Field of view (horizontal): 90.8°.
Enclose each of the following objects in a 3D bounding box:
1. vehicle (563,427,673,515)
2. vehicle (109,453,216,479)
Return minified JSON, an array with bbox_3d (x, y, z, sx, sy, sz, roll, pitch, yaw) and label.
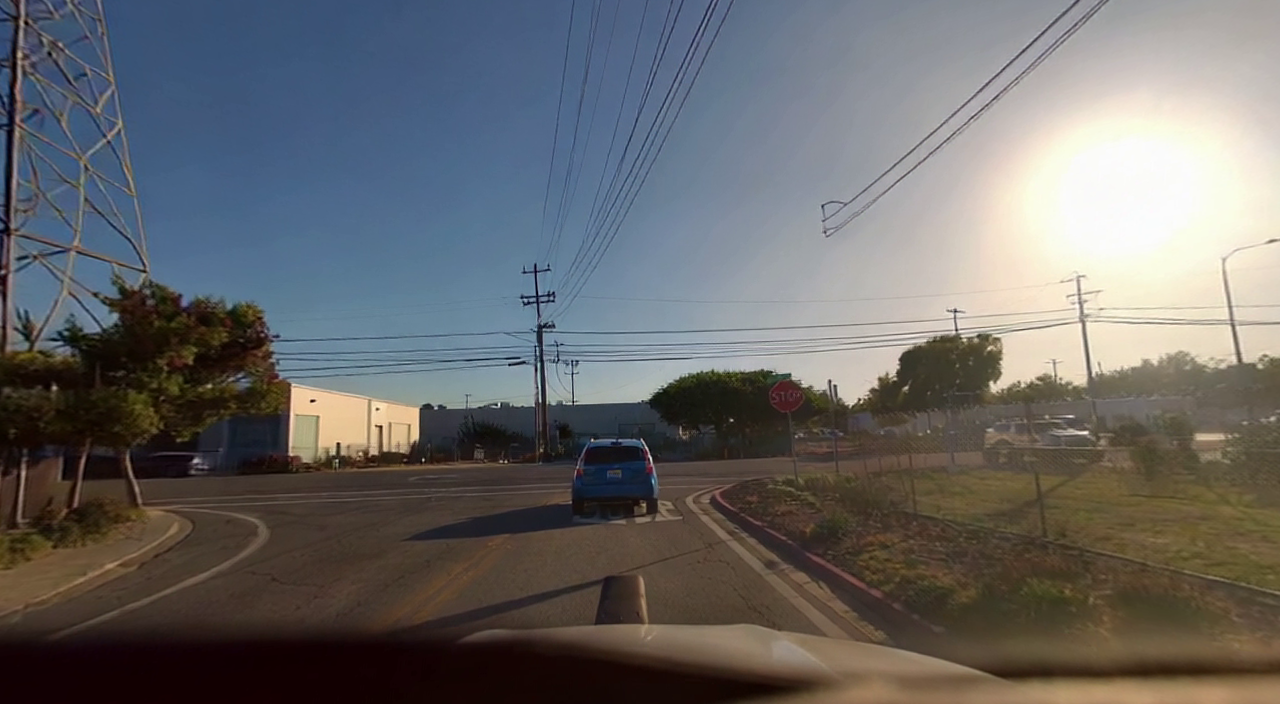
[{"bbox_3d":[-0.548,2.627,14.444,2.137,1.698,4.166,0,-8,-4],"label":"vehicle"},{"bbox_3d":[-29.104,6.973,38.633,4.840,1.478,1.794,1,-9,-8],"label":"vehicle"}]
